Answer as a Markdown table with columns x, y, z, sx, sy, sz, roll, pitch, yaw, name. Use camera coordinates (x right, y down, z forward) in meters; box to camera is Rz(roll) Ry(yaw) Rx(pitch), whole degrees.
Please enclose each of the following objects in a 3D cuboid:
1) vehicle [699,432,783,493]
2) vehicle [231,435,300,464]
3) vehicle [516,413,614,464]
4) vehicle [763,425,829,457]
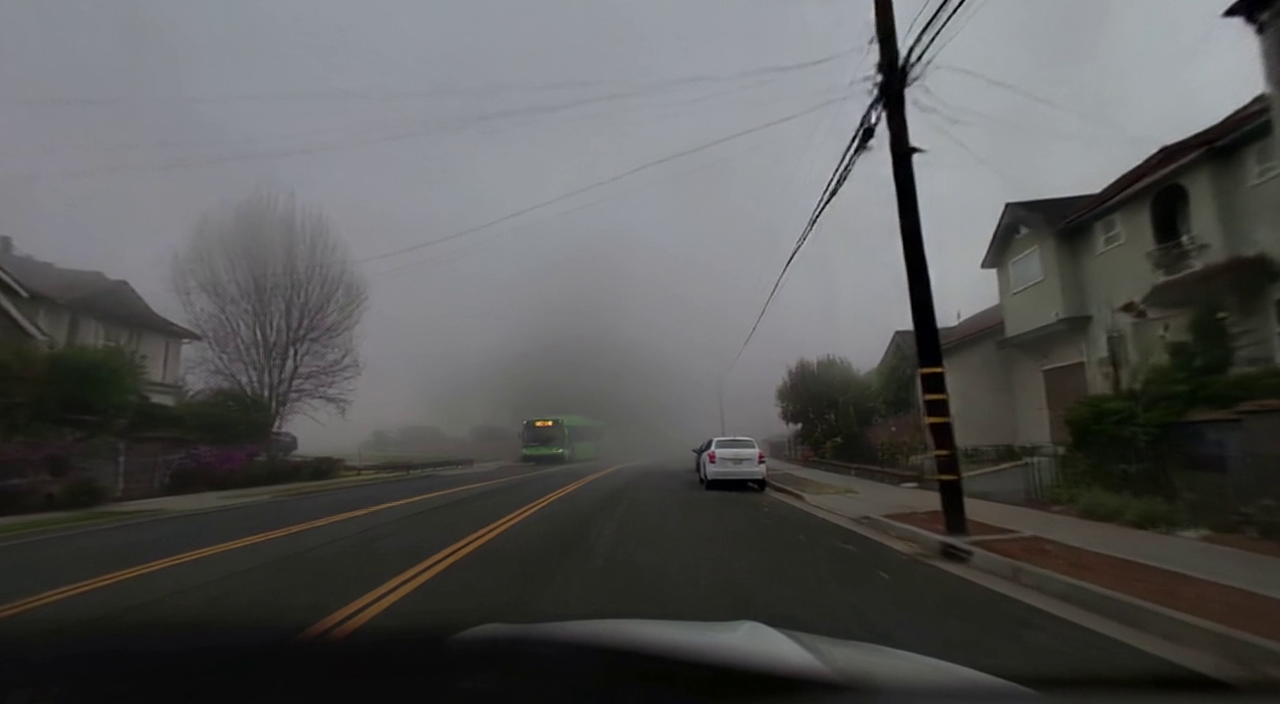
| x | y | z | sx | sy | sz | roll | pitch | yaw | name |
| --- | --- | --- | --- | --- | --- | --- | --- | --- | --- |
| 2.870 | 3.222 | 18.778 | 1.984 | 1.601 | 3.994 | 0 | -8 | 3 | vehicle |
| -24.685 | 6.424 | 41.814 | 2.006 | 1.766 | 4.685 | 1 | -8 | -5 | vehicle |
| -5.005 | 6.395 | 46.146 | 3.577 | 3.168 | 13.108 | -2 | -9 | 9 | vehicle |
| 11.407 | 6.585 | 46.583 | 4.387 | 1.812 | 2.018 | -8 | -11 | 9 | vehicle |
